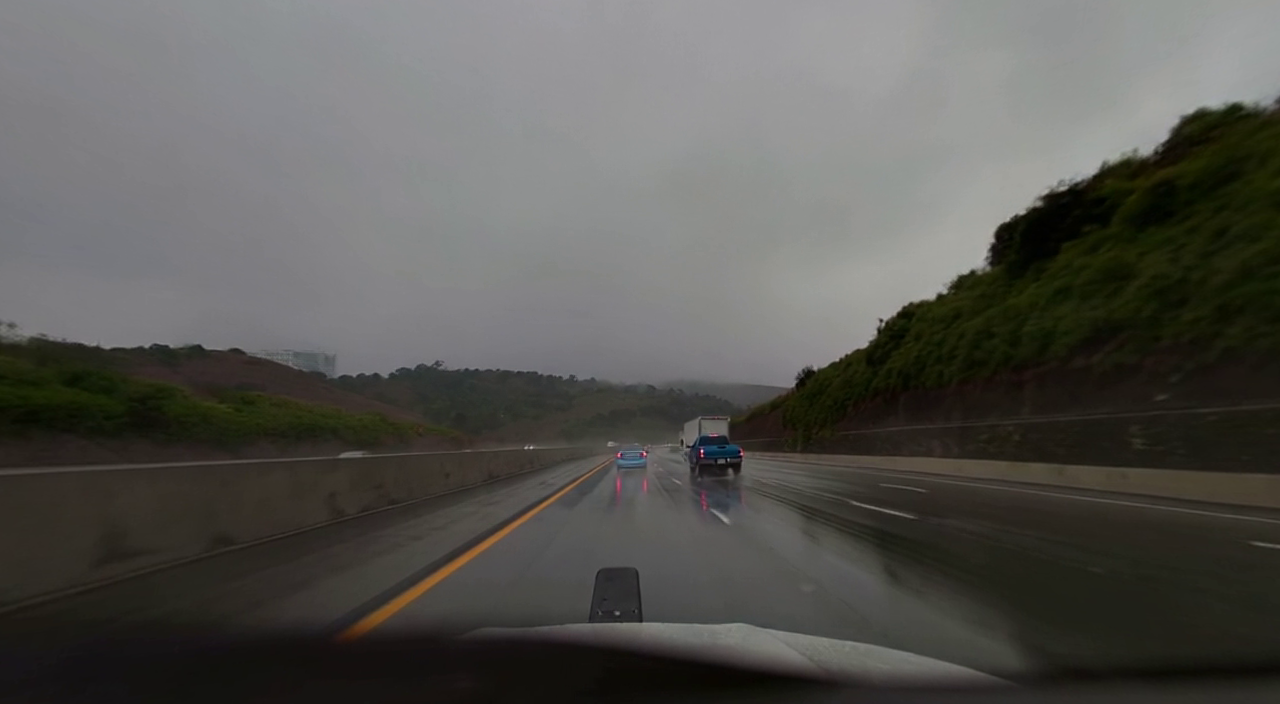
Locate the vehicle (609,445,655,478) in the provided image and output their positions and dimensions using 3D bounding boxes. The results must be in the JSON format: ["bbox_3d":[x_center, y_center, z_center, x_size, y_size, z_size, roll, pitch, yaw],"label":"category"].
[{"bbox_3d":[-0.402,5.302,30.837,2.083,1.477,3.965,0,-9,-1],"label":"vehicle"}]

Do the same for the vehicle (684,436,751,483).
[{"bbox_3d":[3.161,4.491,26.719,2.098,1.794,4.561,0,-9,-2],"label":"vehicle"}]
